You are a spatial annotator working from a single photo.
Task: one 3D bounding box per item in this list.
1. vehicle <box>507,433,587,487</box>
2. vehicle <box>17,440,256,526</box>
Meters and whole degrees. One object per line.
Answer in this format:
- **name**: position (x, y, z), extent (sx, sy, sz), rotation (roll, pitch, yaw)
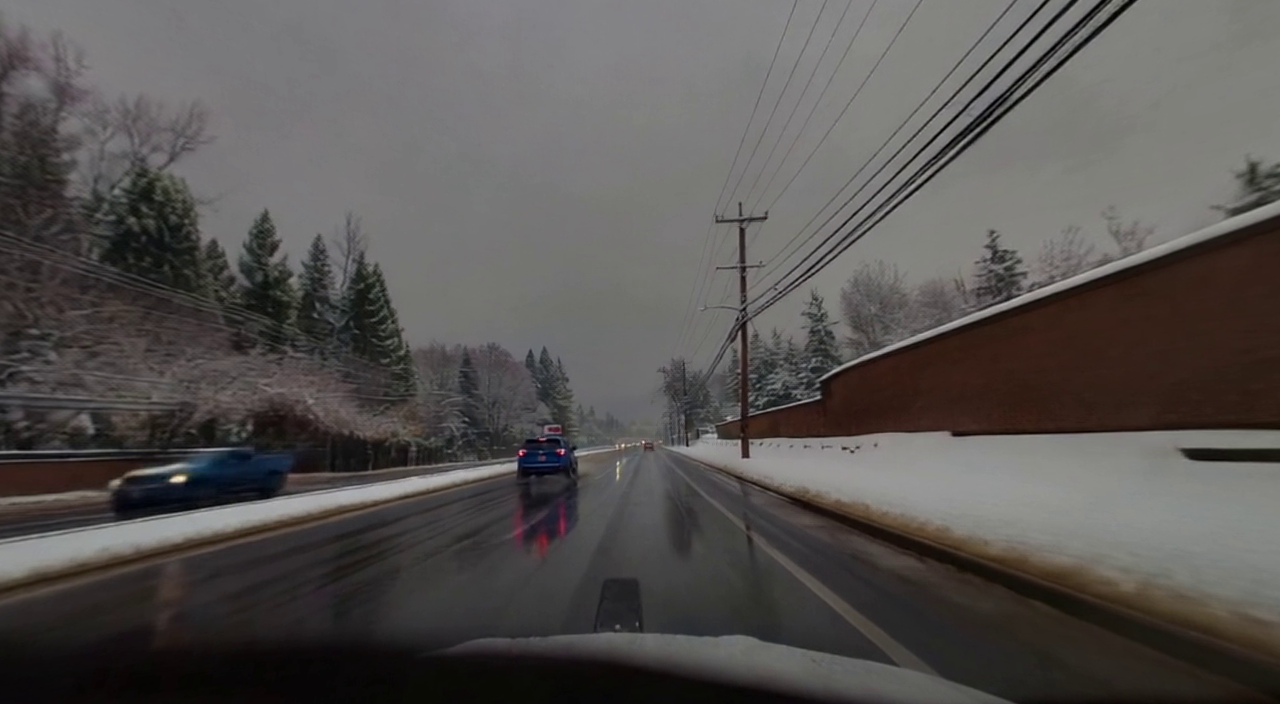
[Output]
- **vehicle**: position (-3.259, 3.904, 23.085), extent (2.147, 1.730, 4.555), rotation (0, -8, 1)
- **vehicle**: position (-11.740, 3.026, 15.231), extent (2.006, 1.731, 4.512), rotation (0, -8, 0)
